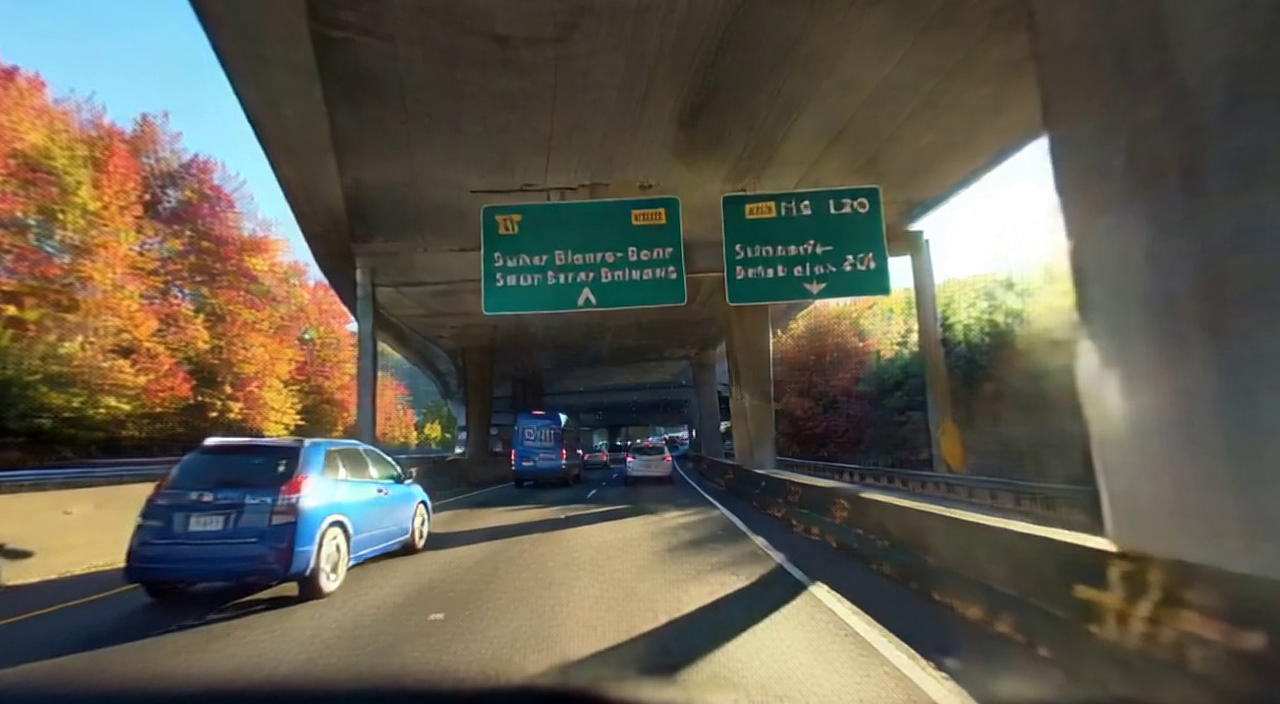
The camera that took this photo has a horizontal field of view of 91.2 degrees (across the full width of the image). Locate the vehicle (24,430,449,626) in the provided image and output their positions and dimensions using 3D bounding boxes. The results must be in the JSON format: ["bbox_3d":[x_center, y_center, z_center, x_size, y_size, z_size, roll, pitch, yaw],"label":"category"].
[{"bbox_3d":[-3.729,1.669,6.879,1.977,1.485,3.973,0,-9,0],"label":"vehicle"}]

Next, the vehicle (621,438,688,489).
[{"bbox_3d":[0.511,4.024,22.916,2.195,1.679,4.070,0,-9,1],"label":"vehicle"}]

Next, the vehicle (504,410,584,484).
[{"bbox_3d":[-3.780,3.933,25.973,2.275,2.692,5.810,0,-9,1],"label":"vehicle"}]

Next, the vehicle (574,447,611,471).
[{"bbox_3d":[-3.136,7.179,42.190,2.015,1.496,4.312,-1,-9,1],"label":"vehicle"}]
